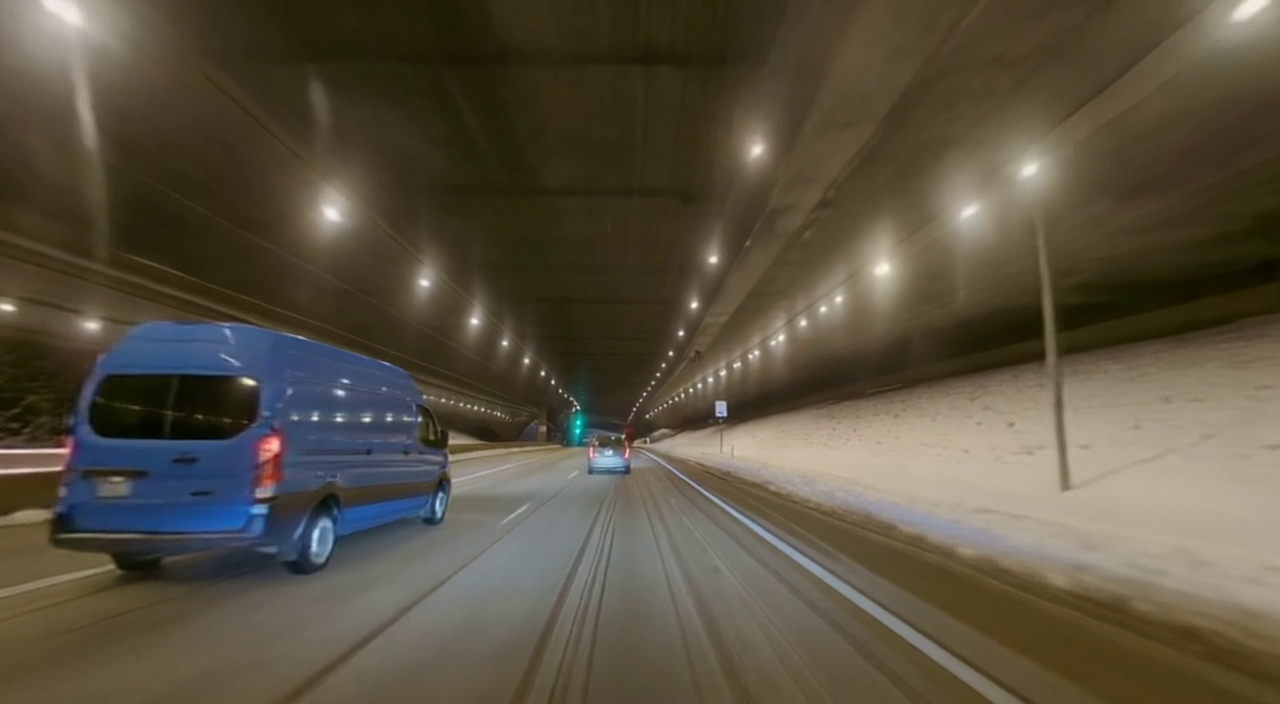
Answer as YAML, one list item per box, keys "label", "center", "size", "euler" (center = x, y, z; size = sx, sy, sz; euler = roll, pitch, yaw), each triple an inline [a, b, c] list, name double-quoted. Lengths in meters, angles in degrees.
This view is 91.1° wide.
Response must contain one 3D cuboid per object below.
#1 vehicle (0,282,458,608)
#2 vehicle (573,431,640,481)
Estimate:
- label: "vehicle"
  center: [-4.153, 1.026, 7.404]
  size: [2.404, 2.459, 5.229]
  euler: [-1, -8, 1]
- label: "vehicle"
  center: [-1.088, 3.576, 21.940]
  size: [2.095, 1.553, 4.069]
  euler: [0, -8, -1]
